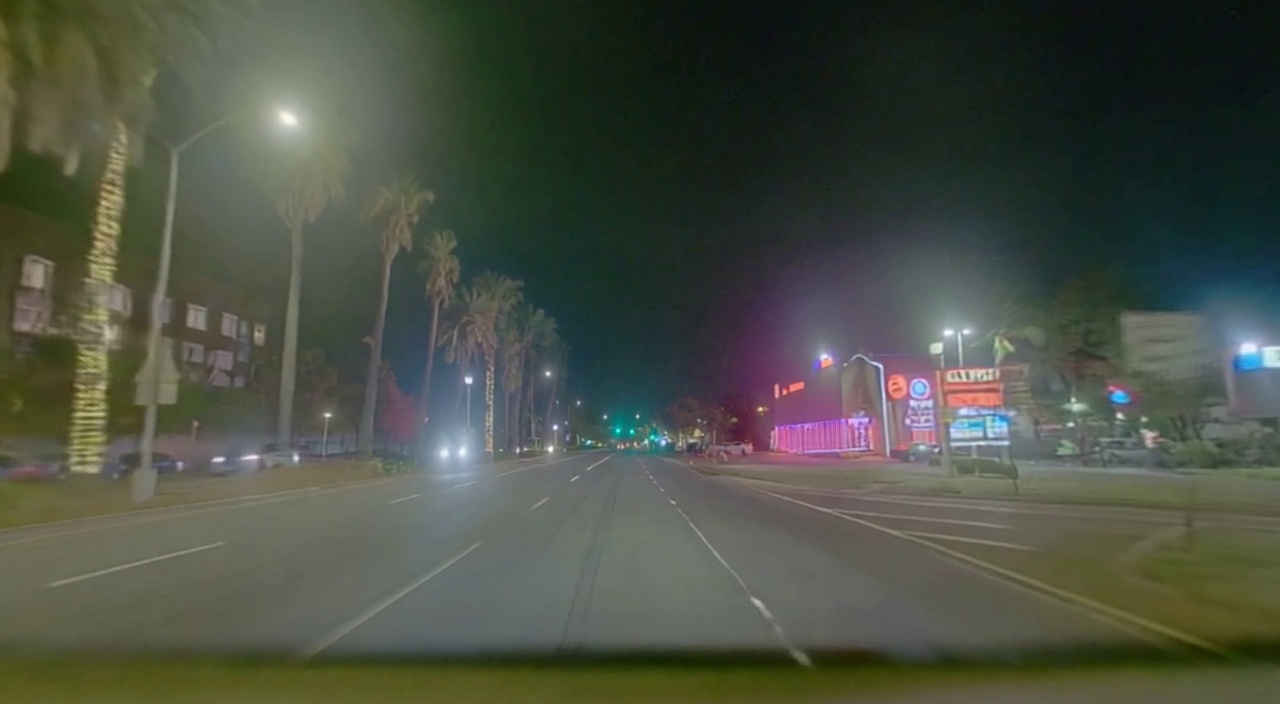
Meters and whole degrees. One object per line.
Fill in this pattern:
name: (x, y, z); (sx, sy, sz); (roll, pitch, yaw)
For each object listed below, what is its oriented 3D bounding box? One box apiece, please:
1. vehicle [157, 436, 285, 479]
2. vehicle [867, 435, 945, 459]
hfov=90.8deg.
vehicle: (-20.120, 5.059, 30.799); (2.226, 1.860, 5.857); (0, -8, 0)
vehicle: (18.813, 6.704, 44.780); (4.552, 1.649, 2.187); (0, -8, -4)
